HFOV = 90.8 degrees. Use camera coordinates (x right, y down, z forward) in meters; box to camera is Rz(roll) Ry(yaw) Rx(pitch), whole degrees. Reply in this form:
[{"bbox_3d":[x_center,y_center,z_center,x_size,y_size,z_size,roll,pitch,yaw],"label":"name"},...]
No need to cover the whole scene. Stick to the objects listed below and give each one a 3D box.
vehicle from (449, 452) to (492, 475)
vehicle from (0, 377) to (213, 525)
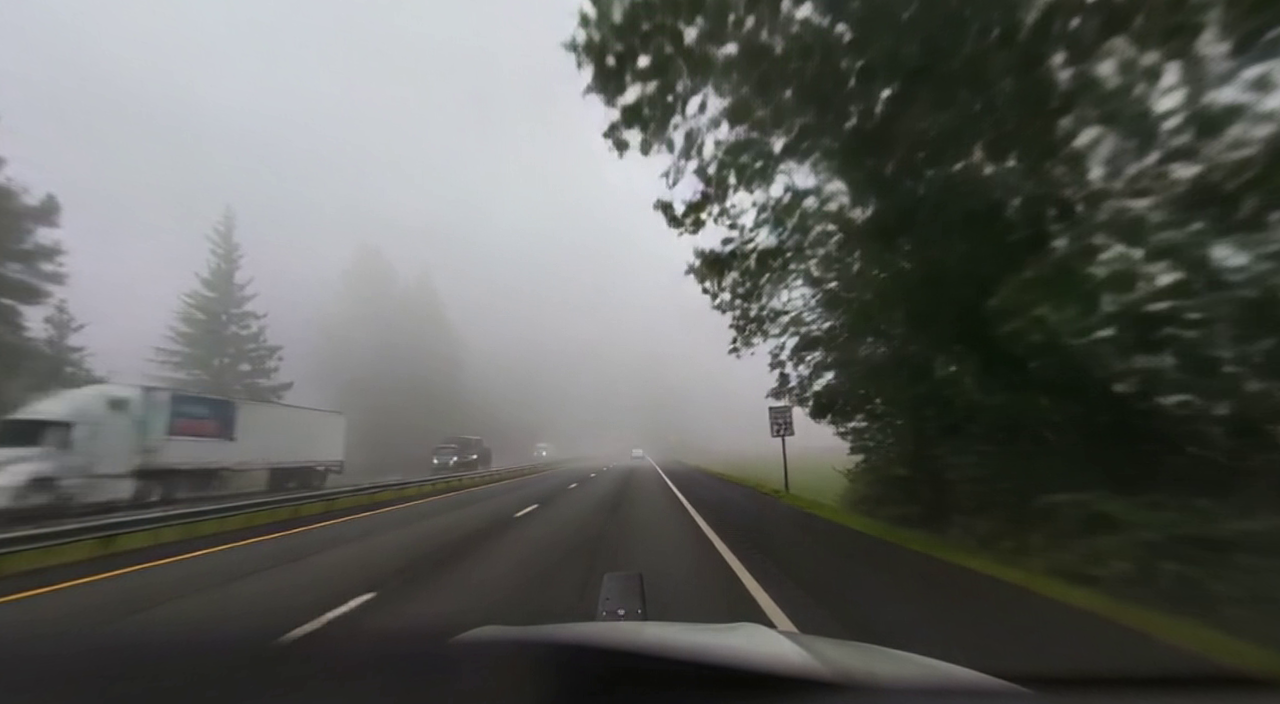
[{"bbox_3d":[-12.240,8.065,45.772,1.903,1.592,4.451,0,-9,0],"label":"vehicle"},{"bbox_3d":[-17.044,3.076,19.746,3.017,3.899,5.910,0,-9,0],"label":"vehicle"}]
